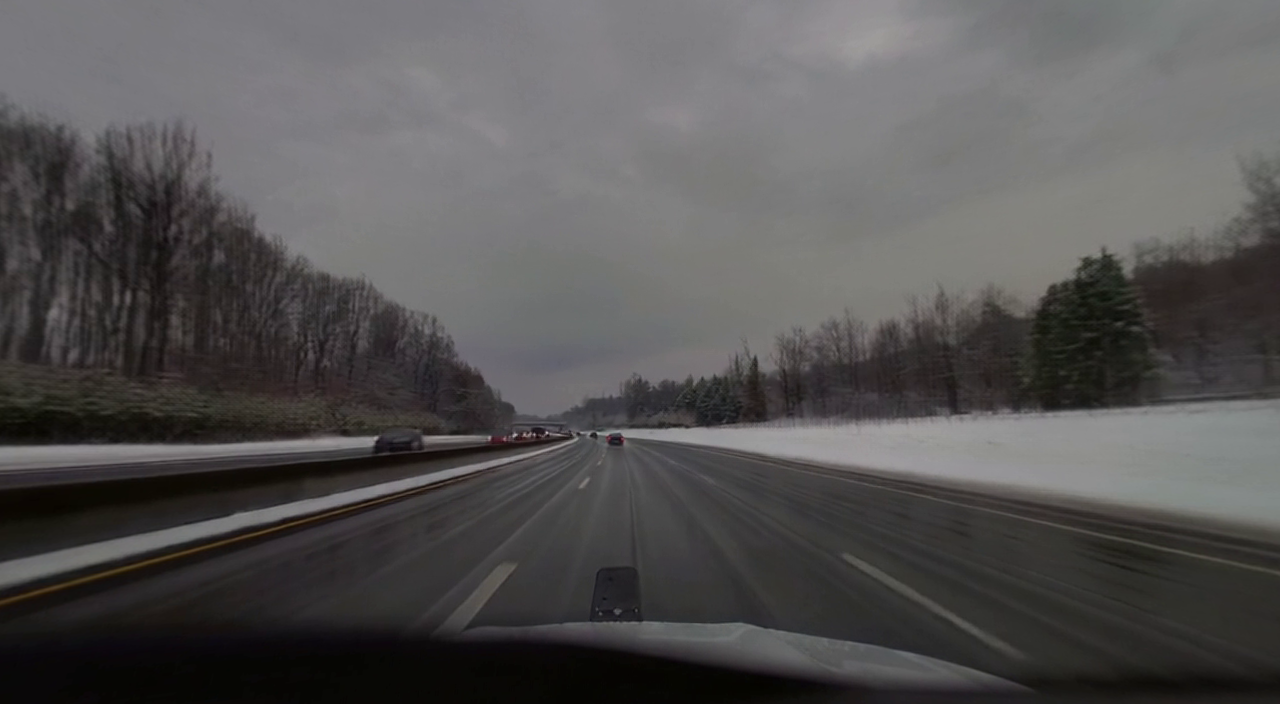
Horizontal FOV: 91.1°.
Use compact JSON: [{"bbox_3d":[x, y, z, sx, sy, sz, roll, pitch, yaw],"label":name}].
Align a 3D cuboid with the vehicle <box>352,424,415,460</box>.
[{"bbox_3d":[-15.365,5.427,37.978,1.899,1.991,4.610,0,-8,-1],"label":"vehicle"}]
